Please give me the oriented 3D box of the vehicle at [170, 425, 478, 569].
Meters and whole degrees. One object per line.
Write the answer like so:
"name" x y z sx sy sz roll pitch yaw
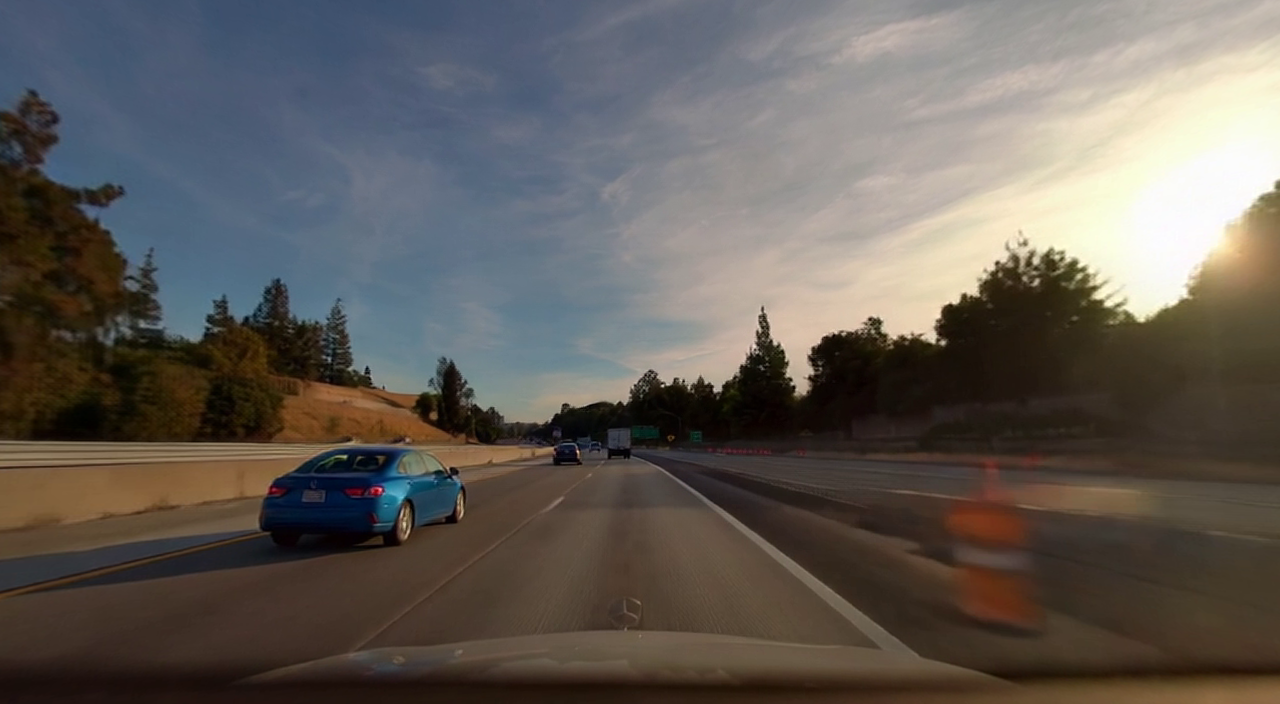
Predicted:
"vehicle" -3.984 1.903 9.102 2.012 1.510 4.672 0 -9 0

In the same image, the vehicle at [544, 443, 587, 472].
"vehicle" -3.943 5.646 33.849 1.965 1.459 4.145 1 -9 -2
